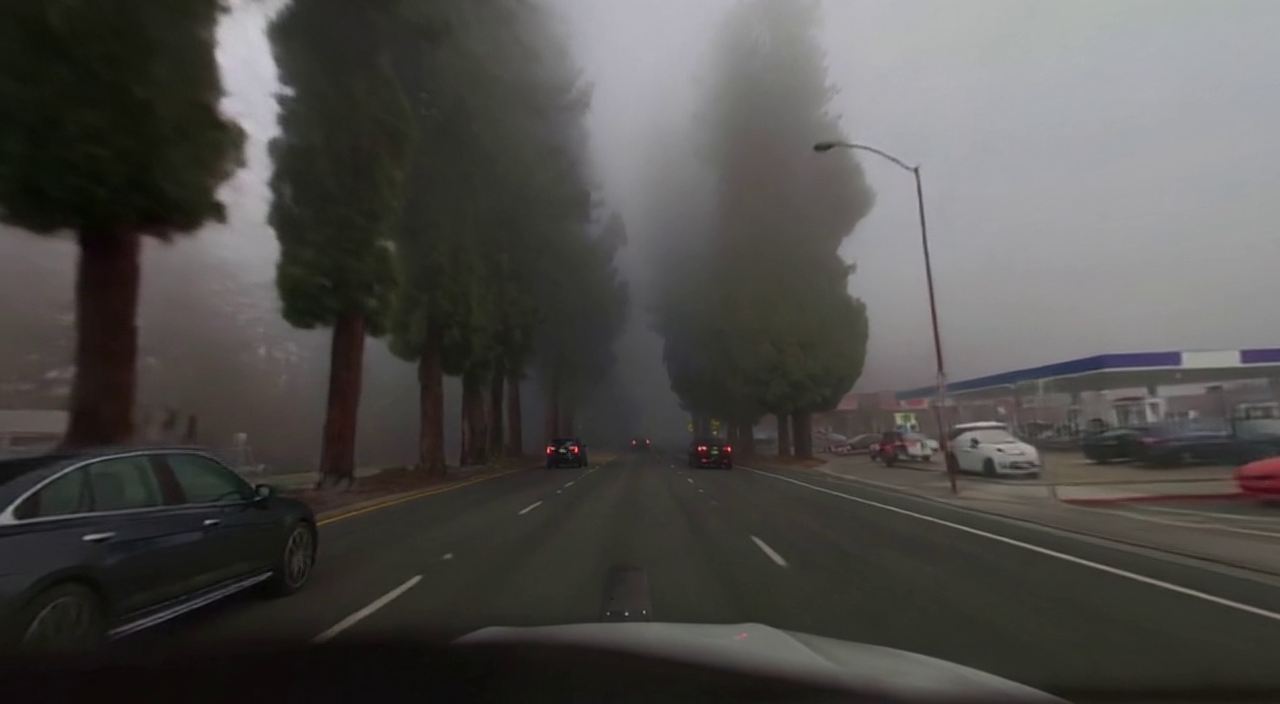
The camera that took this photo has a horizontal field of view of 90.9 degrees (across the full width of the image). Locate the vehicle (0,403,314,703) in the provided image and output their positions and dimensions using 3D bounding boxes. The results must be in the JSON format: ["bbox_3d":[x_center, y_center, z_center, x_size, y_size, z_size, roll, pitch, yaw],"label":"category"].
[{"bbox_3d":[-4.080,1.068,3.290,1.988,1.530,5.155,-1,-8,0],"label":"vehicle"}]

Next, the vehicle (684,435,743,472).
[{"bbox_3d":[3.203,4.560,28.440,2.010,1.486,4.498,-1,-8,-1],"label":"vehicle"}]

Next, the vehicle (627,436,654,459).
[{"bbox_3d":[0.049,7.147,47.322,1.922,1.579,3.642,-1,-8,0],"label":"vehicle"}]

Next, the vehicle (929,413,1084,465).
[{"bbox_3d":[13.957,3.391,24.372,2.097,1.779,4.720,3,-9,-23],"label":"vehicle"}]

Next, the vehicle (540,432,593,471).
[{"bbox_3d":[-3.613,4.959,31.634,2.051,1.747,4.370,-1,-8,1],"label":"vehicle"}]
